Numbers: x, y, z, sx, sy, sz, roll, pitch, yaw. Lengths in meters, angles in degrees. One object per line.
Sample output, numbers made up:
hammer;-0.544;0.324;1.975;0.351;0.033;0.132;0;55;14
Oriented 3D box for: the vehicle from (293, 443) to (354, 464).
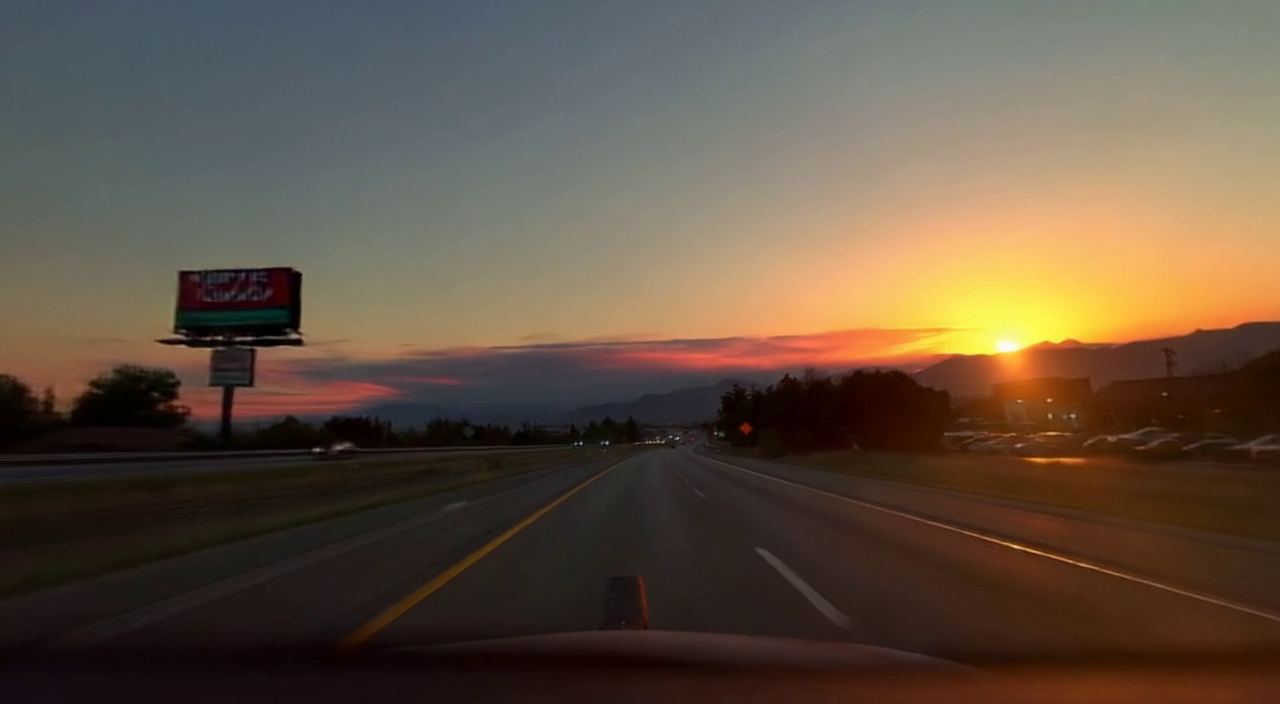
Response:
vehicle;-23.295;7.501;46.594;1.893;1.451;4.671;0;-8;3
